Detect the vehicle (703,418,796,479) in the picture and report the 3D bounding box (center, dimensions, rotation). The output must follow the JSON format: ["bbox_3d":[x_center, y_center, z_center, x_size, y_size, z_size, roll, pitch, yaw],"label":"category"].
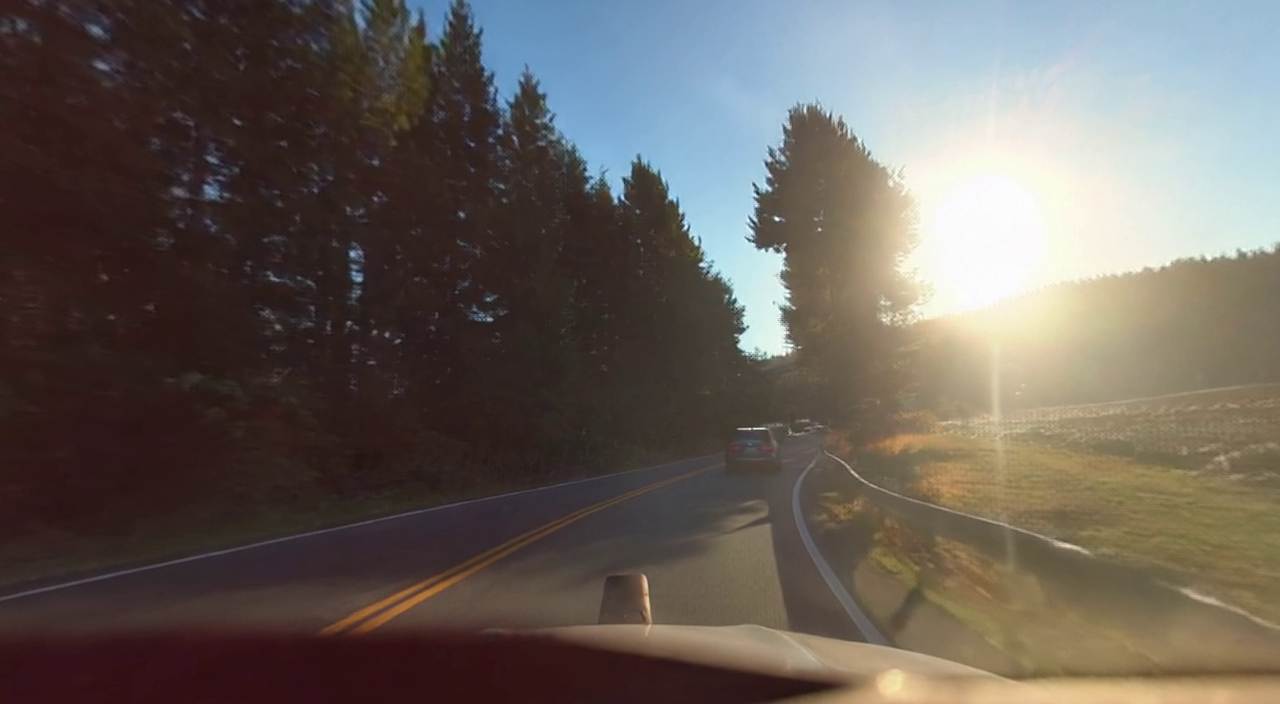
[{"bbox_3d":[3.418,2.891,19.008,2.274,1.583,4.349,-2,-9,15],"label":"vehicle"}]
